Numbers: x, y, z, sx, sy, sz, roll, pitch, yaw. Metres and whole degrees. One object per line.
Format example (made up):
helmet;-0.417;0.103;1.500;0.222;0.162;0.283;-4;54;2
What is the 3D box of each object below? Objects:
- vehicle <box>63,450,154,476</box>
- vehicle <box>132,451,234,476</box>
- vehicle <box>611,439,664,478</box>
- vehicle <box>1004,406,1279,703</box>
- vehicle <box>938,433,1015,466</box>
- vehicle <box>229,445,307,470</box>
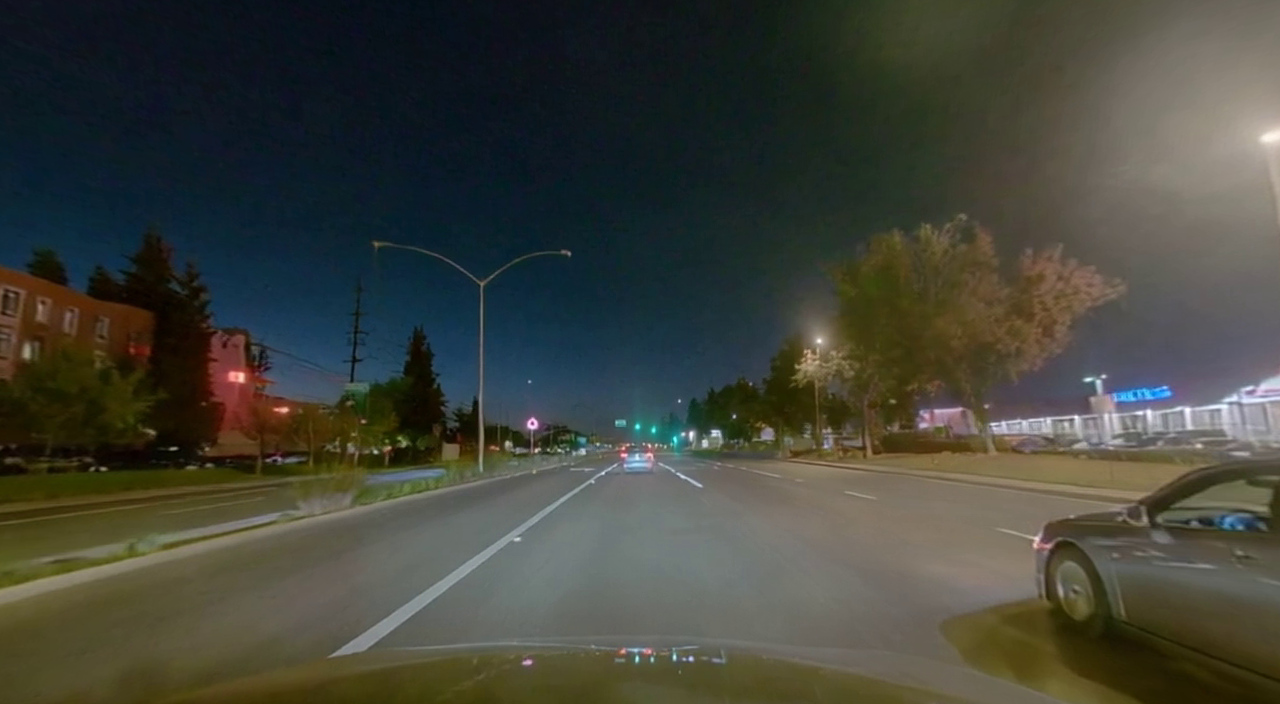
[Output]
vehicle;-32.836;6.861;39.091;1.950;1.466;4.704;1;-9;-7
vehicle;-27.505;6.702;37.969;4.644;1.437;1.827;0;-9;-2
vehicle;-0.139;4.300;25.657;1.998;1.452;3.773;0;-8;-1
vehicle;3.805;0.900;2.262;2.153;1.456;4.705;0;-8;0
vehicle;19.057;5.555;35.895;1.894;1.706;4.583;0;-8;1
vehicle;-27.299;7.744;46.290;4.519;1.712;1.932;0;-8;0
